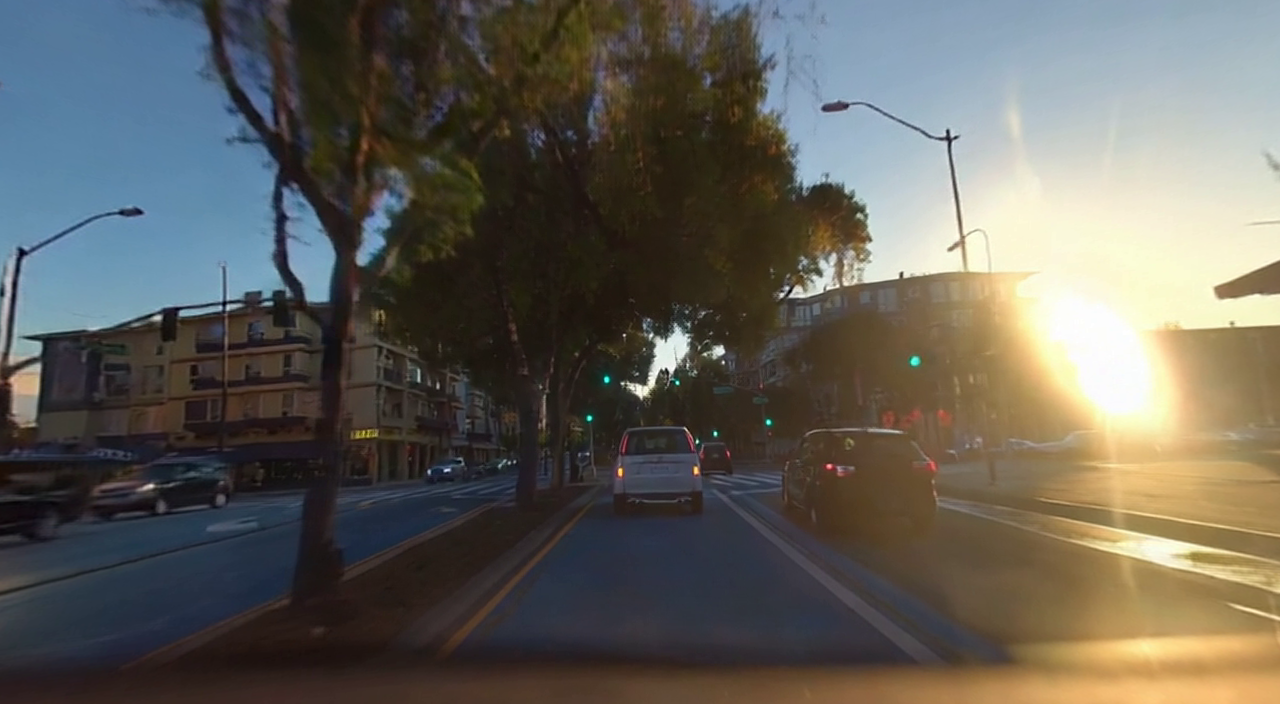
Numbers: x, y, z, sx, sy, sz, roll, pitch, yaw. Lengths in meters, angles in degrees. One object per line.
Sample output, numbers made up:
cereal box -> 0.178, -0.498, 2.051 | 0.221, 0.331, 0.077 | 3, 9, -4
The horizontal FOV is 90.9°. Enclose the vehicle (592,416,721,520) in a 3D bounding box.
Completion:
vehicle -> 0.306, 2.291, 12.915 | 2.209, 1.748, 4.130 | 0, -9, 1

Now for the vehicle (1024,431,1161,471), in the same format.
vehicle -> 19.078, 4.185, 26.761 | 4.248, 1.642, 1.961 | 0, -8, 0

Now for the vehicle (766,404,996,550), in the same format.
vehicle -> 3.325, 1.819, 9.732 | 1.939, 1.746, 4.091 | 0, -8, 0

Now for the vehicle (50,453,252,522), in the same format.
vehicle -> -17.504, 4.814, 23.243 | 2.267, 2.097, 6.350 | -1, -8, 1

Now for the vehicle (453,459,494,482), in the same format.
vehicle -> -13.152, 9.319, 49.957 | 2.035, 1.619, 4.327 | 0, -9, 0
